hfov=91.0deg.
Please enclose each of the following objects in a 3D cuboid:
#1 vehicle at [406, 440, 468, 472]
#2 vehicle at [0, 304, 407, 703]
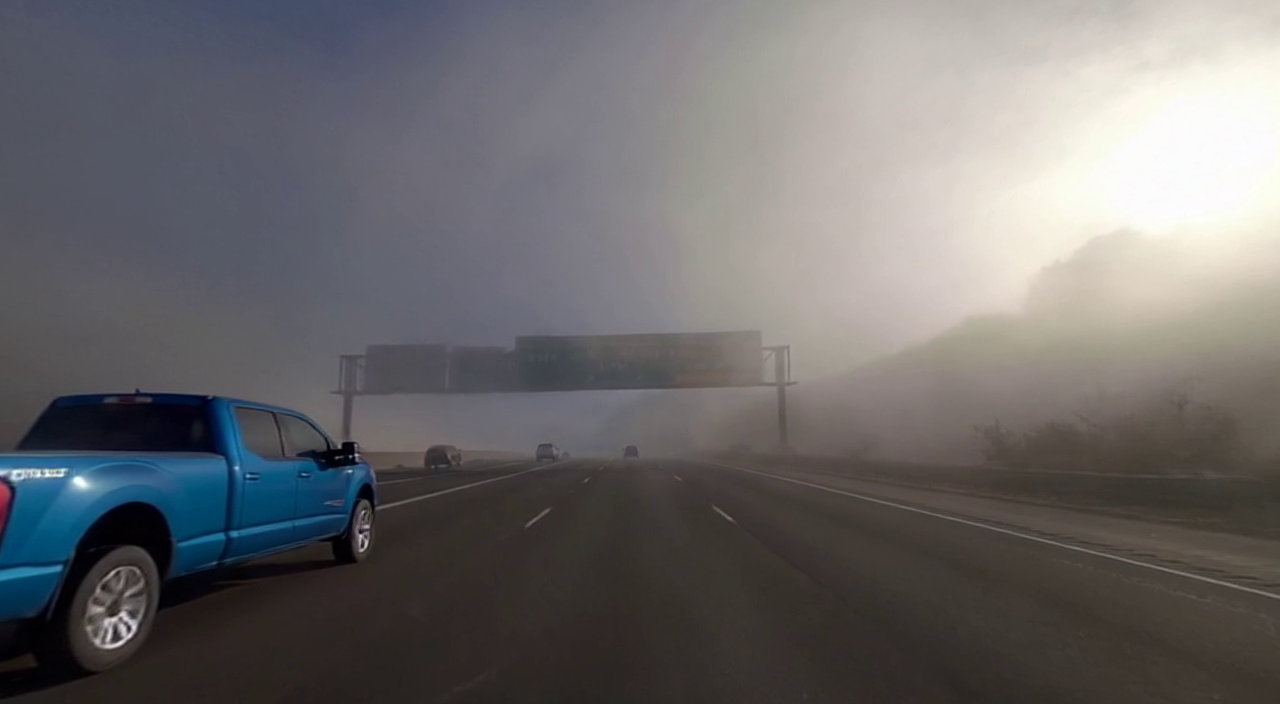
[{"bbox_3d":[-11.559,5.931,36.164,2.106,1.692,4.458,0,-9,-1],"label":"vehicle"},{"bbox_3d":[-4.295,1.098,5.195,2.339,2.004,6.171,0,-9,0],"label":"vehicle"}]
